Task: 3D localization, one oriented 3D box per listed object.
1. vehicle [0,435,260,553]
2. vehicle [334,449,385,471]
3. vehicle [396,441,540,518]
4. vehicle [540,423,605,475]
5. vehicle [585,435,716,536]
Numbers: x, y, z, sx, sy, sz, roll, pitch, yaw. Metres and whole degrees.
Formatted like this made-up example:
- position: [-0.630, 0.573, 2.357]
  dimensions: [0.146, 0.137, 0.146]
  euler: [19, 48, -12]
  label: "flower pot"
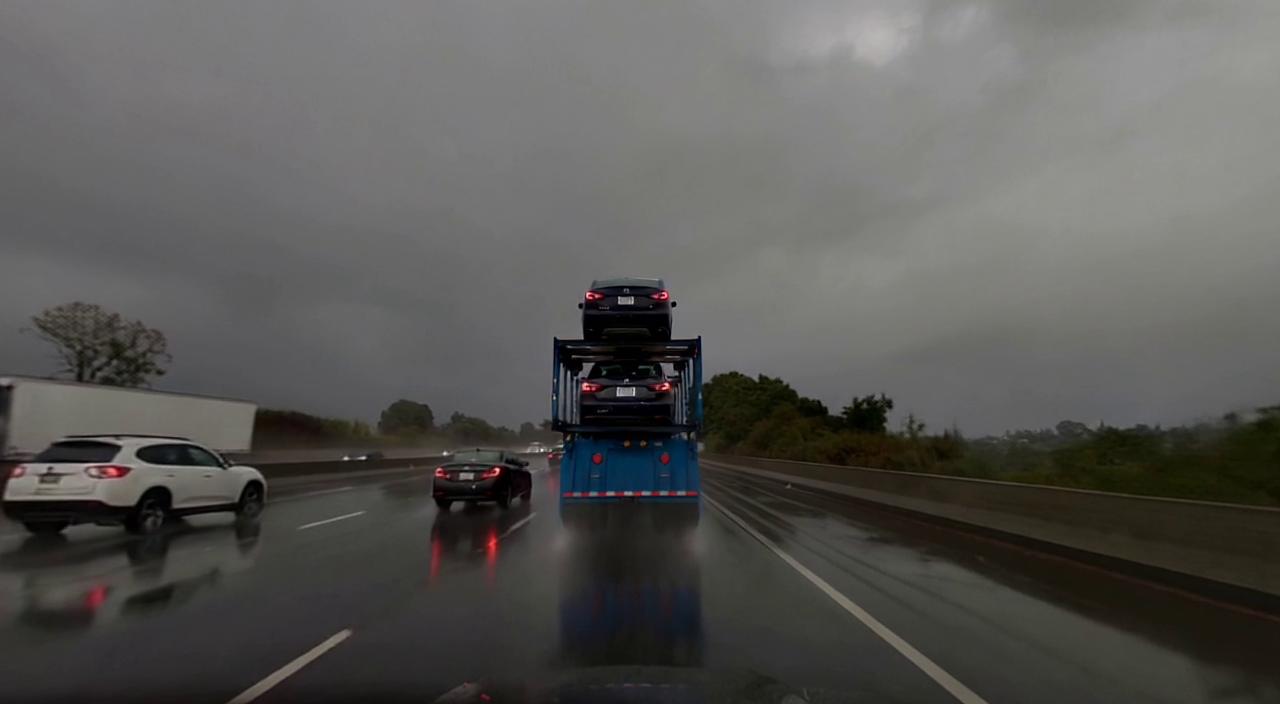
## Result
- position: [-8.342, 2.158, 10.215]
  dimensions: [1.888, 1.507, 3.949]
  euler: [0, -9, 0]
  label: "vehicle"
- position: [-19.097, 7.352, 43.087]
  dimensions: [1.852, 1.424, 3.430]
  euler: [0, -9, 0]
  label: "vehicle"
- position: [-3.694, 2.828, 14.523]
  dimensions: [1.947, 1.470, 4.526]
  euler: [0, -9, 1]
  label: "vehicle"
- position: [-2.302, 3.379, 22.011]
  dimensions: [2.031, 1.594, 4.103]
  euler: [1, -9, -5]
  label: "vehicle"
- position: [0.162, 2.308, 11.391]
  dimensions: [1.991, 1.507, 3.391]
  euler: [0, -9, 0]
  label: "vehicle"
